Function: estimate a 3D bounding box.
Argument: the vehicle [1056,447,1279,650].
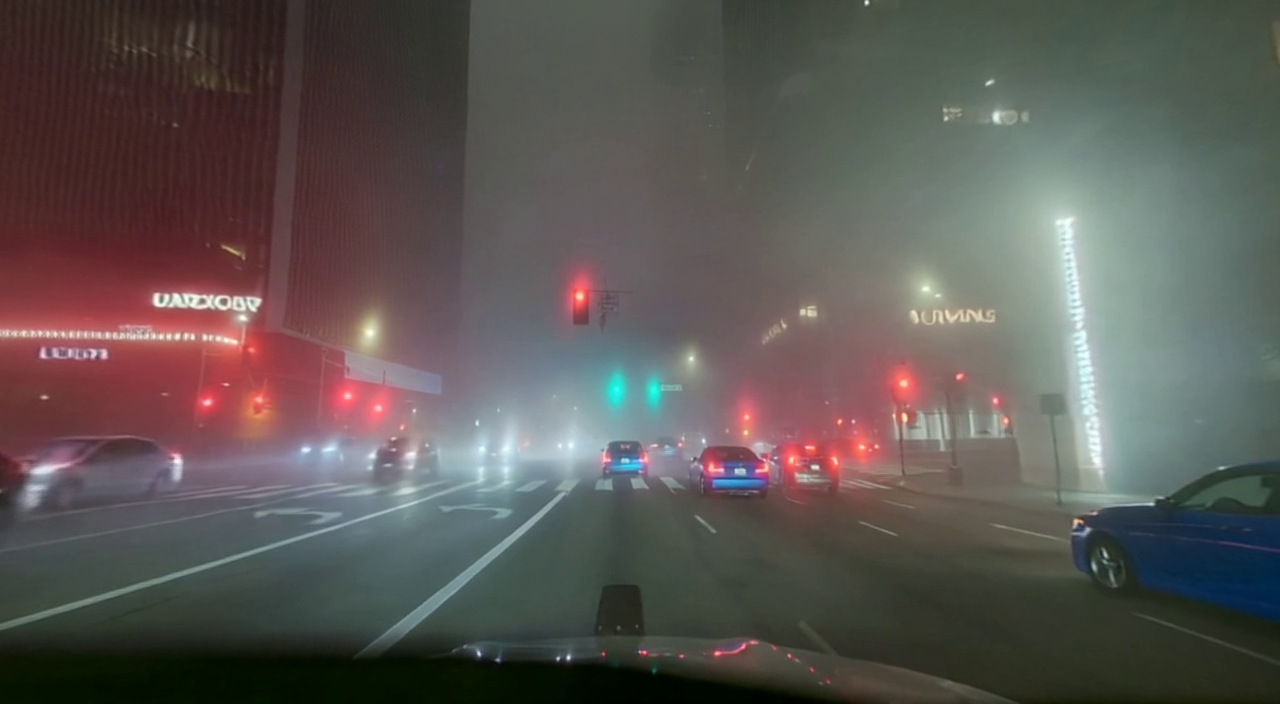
[{"bbox_3d":[5.686,1.454,4.707,1.914,1.484,4.639,0,-9,-1],"label":"vehicle"}]

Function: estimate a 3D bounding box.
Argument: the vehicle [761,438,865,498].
[{"bbox_3d":[5.528,3.746,20.864,2.015,1.745,4.444,0,-9,-2],"label":"vehicle"}]

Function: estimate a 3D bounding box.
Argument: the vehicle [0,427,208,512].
[{"bbox_3d":[-12.525,2.686,14.828,1.929,1.693,4.070,0,-9,-2],"label":"vehicle"}]

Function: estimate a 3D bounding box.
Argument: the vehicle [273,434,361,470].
[{"bbox_3d":[-16.184,5.061,31.983,2.087,1.676,4.567,0,-9,-1],"label":"vehicle"}]

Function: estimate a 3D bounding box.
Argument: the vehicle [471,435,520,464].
[{"bbox_3d":[-9.795,6.657,43.221,2.142,1.817,4.823,0,-9,0],"label":"vehicle"}]

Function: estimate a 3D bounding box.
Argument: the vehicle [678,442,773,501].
[{"bbox_3d":[2.327,3.378,18.369,1.987,1.484,4.427,0,-9,-2],"label":"vehicle"}]

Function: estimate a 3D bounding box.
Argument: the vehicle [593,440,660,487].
[{"bbox_3d":[-0.446,3.822,21.937,2.096,1.457,4.160,0,-9,-1],"label":"vehicle"}]

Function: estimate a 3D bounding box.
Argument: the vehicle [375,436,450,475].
[{"bbox_3d":[-10.160,4.660,28.593,1.879,1.637,4.100,0,-9,0],"label":"vehicle"}]
